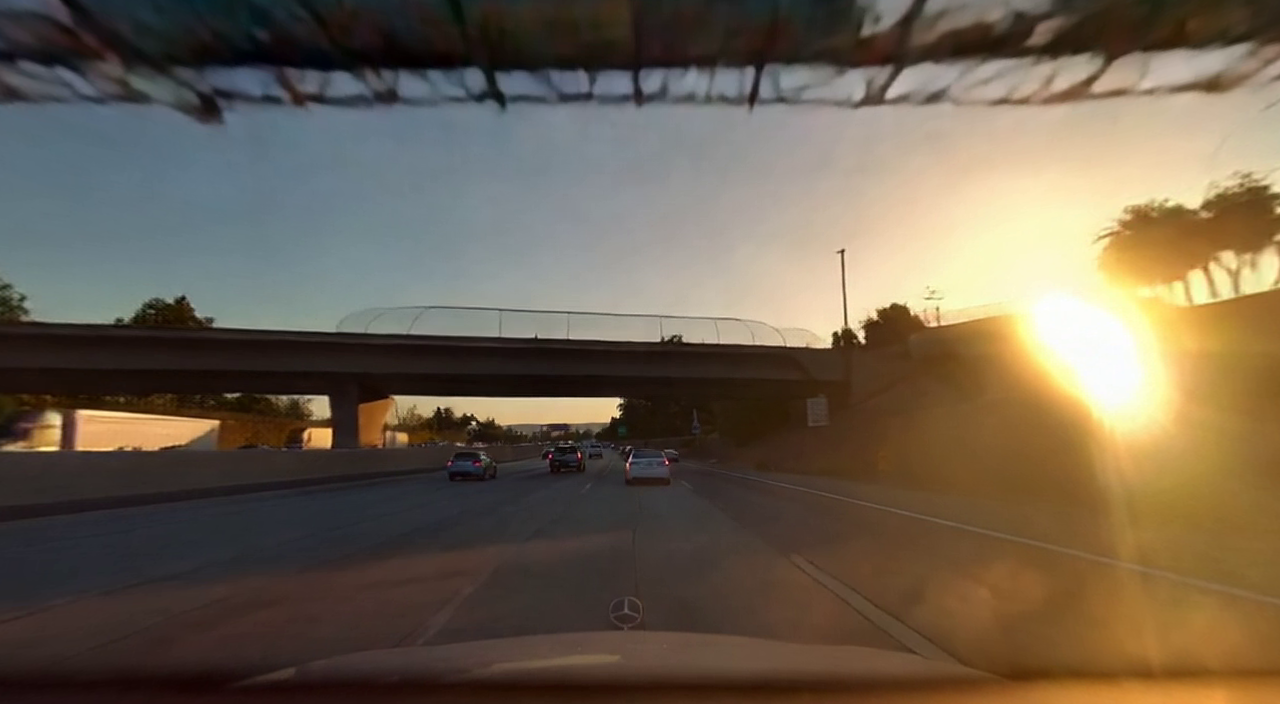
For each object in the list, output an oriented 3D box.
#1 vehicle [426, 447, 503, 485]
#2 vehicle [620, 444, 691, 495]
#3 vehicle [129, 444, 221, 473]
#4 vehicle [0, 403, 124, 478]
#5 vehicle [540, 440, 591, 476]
[{"bbox_3d":[-7.321,4.776,26.823,1.974,1.464,4.733,0,-8,-1],"label":"vehicle"},{"bbox_3d":[0.393,3.740,20.563,2.082,1.482,4.126,0,-8,-2],"label":"vehicle"},{"bbox_3d":[-26.631,6.099,36.311,2.079,1.561,4.381,0,-8,-3],"label":"vehicle"},{"bbox_3d":[-34.585,5.148,36.578,2.978,3.905,7.816,1,-8,-4],"label":"vehicle"},{"bbox_3d":[-3.908,5.651,33.799,2.289,1.777,4.534,0,-8,-2],"label":"vehicle"}]
